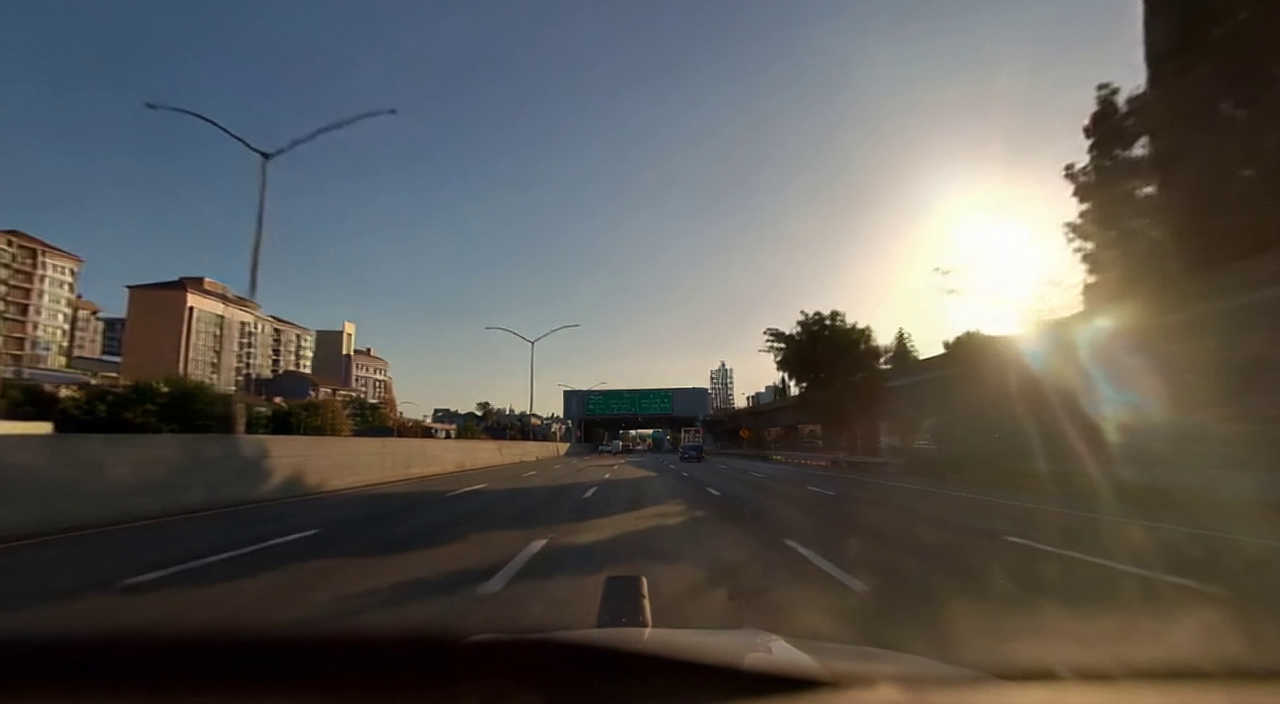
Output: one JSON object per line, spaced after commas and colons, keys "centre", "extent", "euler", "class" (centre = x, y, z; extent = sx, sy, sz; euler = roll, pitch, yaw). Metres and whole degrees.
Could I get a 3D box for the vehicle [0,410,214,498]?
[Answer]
{"centre": [-29.321, 4.950, 30.497], "extent": [2.814, 3.766, 20.399], "euler": [-1, -9, 1], "class": "vehicle"}
